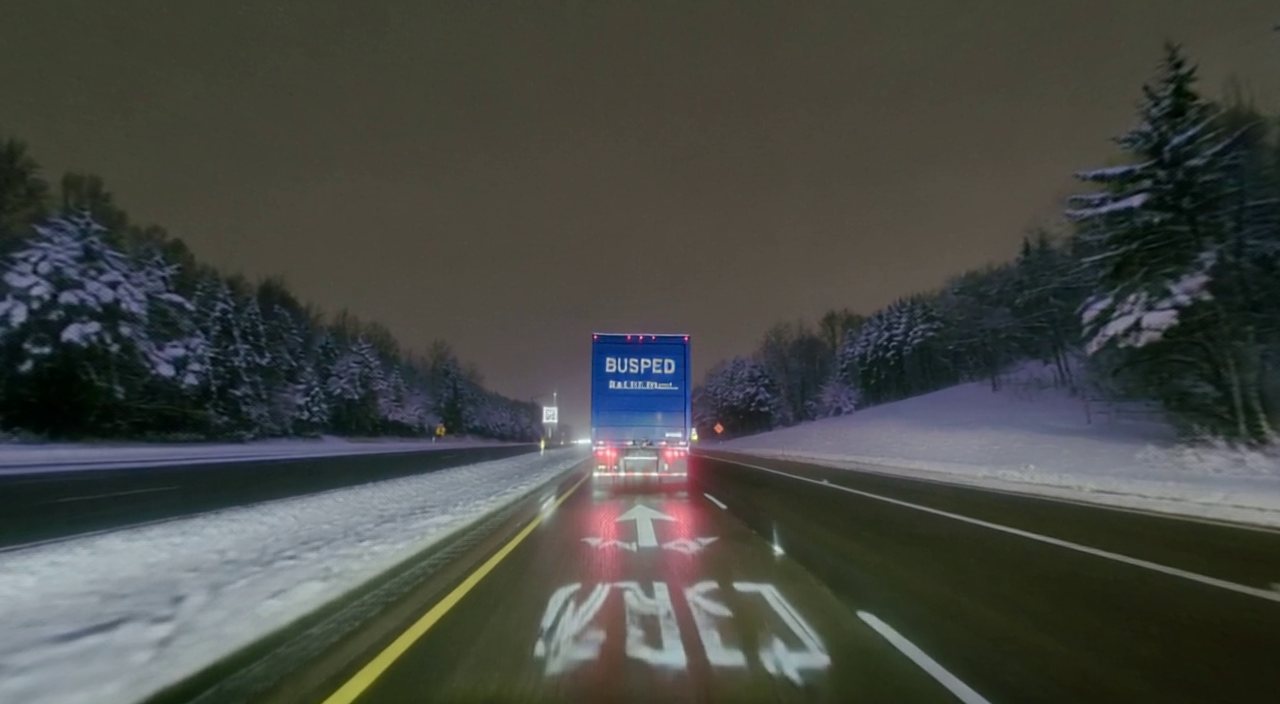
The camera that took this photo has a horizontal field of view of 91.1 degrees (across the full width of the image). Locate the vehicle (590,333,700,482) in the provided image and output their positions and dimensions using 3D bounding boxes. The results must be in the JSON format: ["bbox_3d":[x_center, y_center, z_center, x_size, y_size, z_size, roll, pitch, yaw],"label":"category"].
[{"bbox_3d":[0.023,2.023,20.839,2.870,3.911,8.697,0,-8,-1],"label":"vehicle"}]
